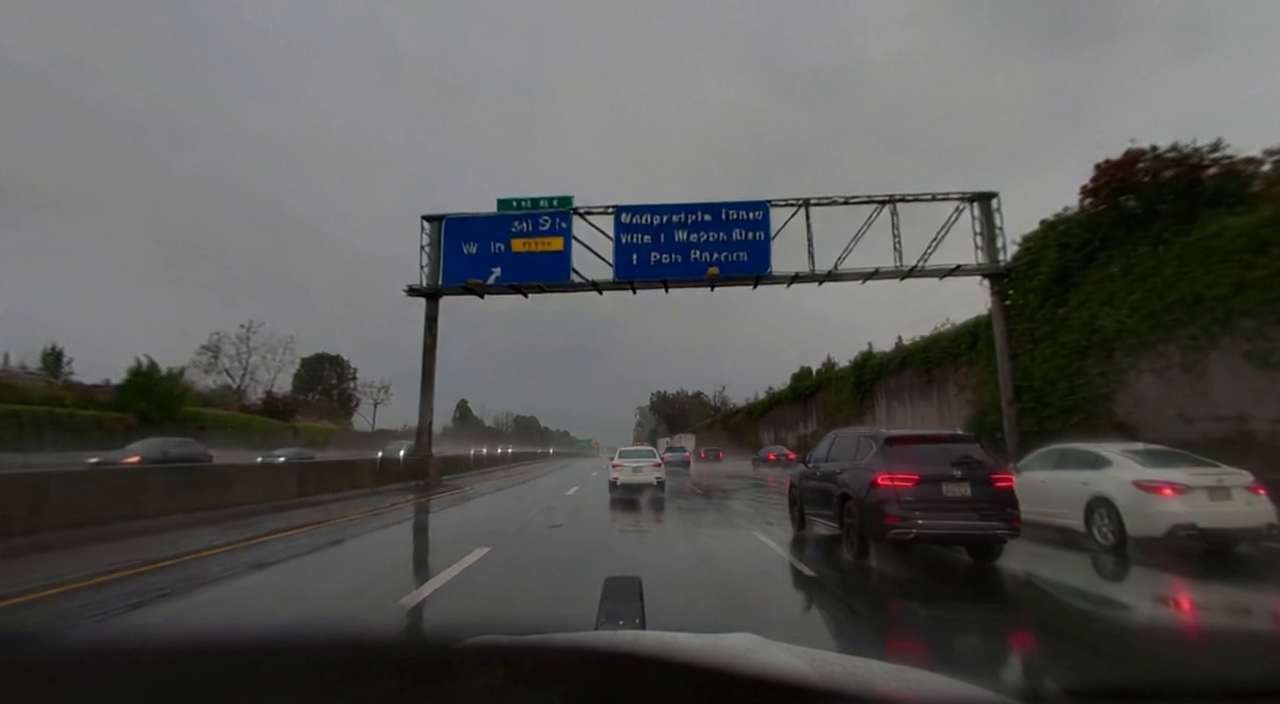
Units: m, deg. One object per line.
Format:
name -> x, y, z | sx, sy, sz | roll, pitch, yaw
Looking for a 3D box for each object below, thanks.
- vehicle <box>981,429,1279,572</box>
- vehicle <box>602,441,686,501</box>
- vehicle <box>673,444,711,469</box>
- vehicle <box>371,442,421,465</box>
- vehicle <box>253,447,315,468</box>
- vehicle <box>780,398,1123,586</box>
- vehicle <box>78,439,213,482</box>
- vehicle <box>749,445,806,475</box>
vehicle -> 6.972, 1.888, 8.870 | 1.872, 1.469, 4.414 | 0, -9, 0
vehicle -> 0.071, 3.265, 17.772 | 2.098, 1.475, 3.997 | 0, -9, -1
vehicle -> 3.287, 6.700, 40.712 | 1.998, 1.490, 4.296 | 0, -9, -2
vehicle -> -18.539, 7.720, 48.236 | 1.994, 1.658, 4.646 | 0, -9, -1
vehicle -> -26.166, 7.747, 46.590 | 1.857, 1.452, 4.788 | 0, -9, -1
vehicle -> 3.545, 1.710, 8.536 | 2.162, 1.800, 4.693 | 0, -9, -1
vehicle -> -21.068, 4.625, 27.224 | 2.155, 1.701, 4.530 | 0, -9, -1
vehicle -> 6.957, 5.496, 32.356 | 1.839, 1.441, 4.241 | 0, -9, -2
